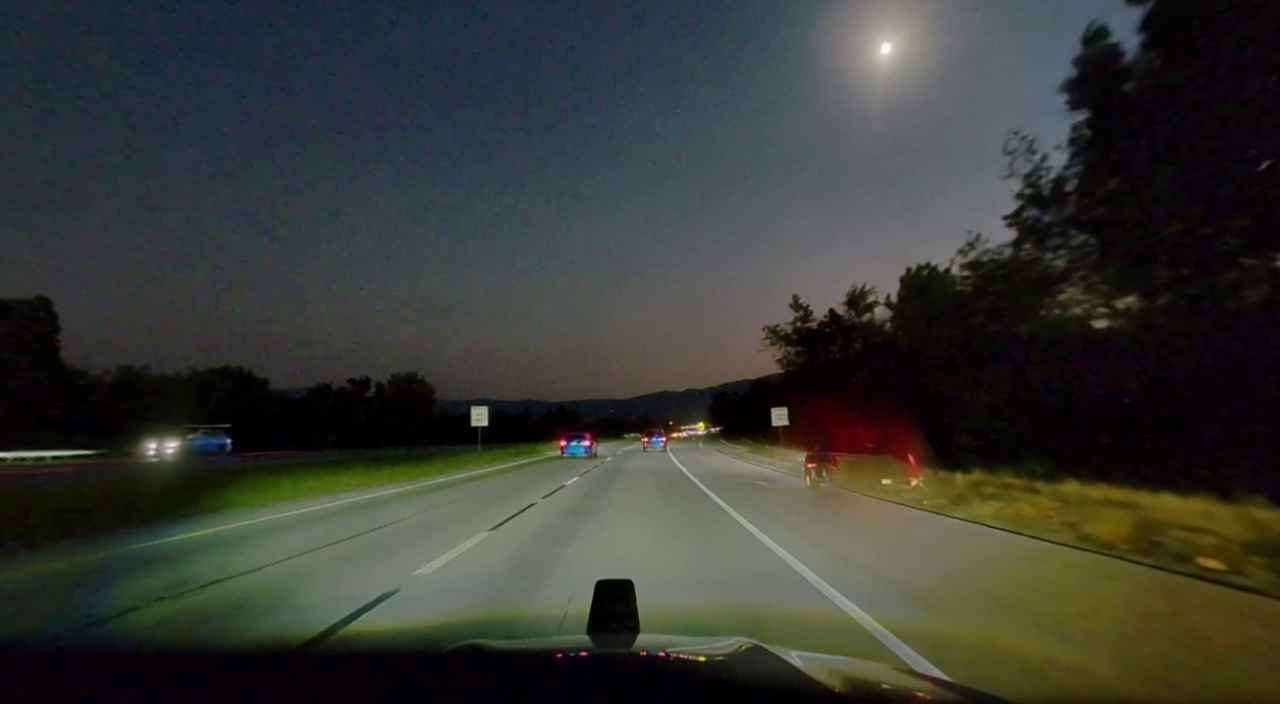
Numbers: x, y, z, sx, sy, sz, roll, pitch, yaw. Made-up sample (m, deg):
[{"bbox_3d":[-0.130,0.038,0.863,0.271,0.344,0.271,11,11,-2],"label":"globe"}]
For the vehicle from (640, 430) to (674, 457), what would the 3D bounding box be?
[{"bbox_3d":[1.024,5.810,40.255,2.041,1.618,3.898,0,-8,0],"label":"vehicle"}]

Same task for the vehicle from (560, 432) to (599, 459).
[{"bbox_3d":[-3.529,5.521,37.450,1.950,1.518,3.941,0,-8,0],"label":"vehicle"}]
